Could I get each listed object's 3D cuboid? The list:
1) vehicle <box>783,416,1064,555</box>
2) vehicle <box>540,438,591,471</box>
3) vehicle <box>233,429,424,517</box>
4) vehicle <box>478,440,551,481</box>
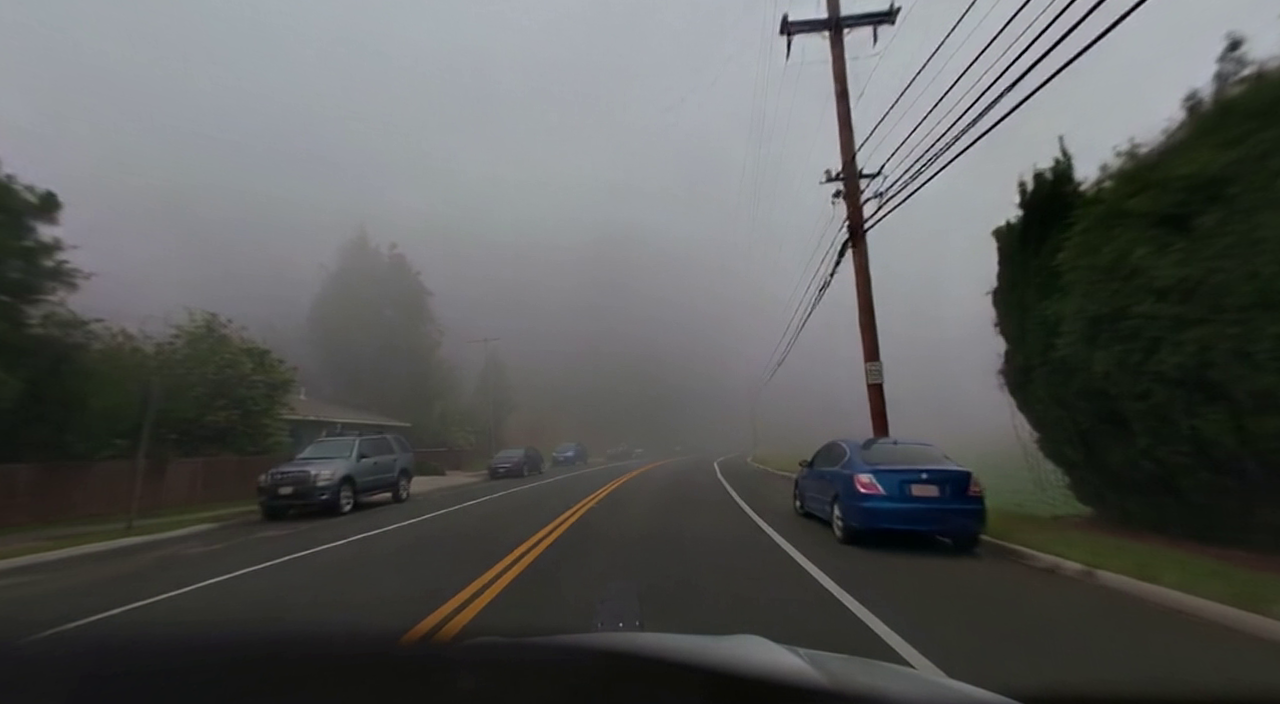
[{"bbox_3d":[3.550,1.771,9.078,2.054,1.470,4.504,0,-9,2],"label":"vehicle"},{"bbox_3d":[-4.437,6.226,38.070,1.927,1.542,3.886,-9,-13,7],"label":"vehicle"},{"bbox_3d":[-6.950,2.816,14.779,2.025,1.715,4.363,-1,-11,3],"label":"vehicle"},{"bbox_3d":[-5.594,4.990,28.802,1.840,1.523,4.333,4,-11,8],"label":"vehicle"}]
